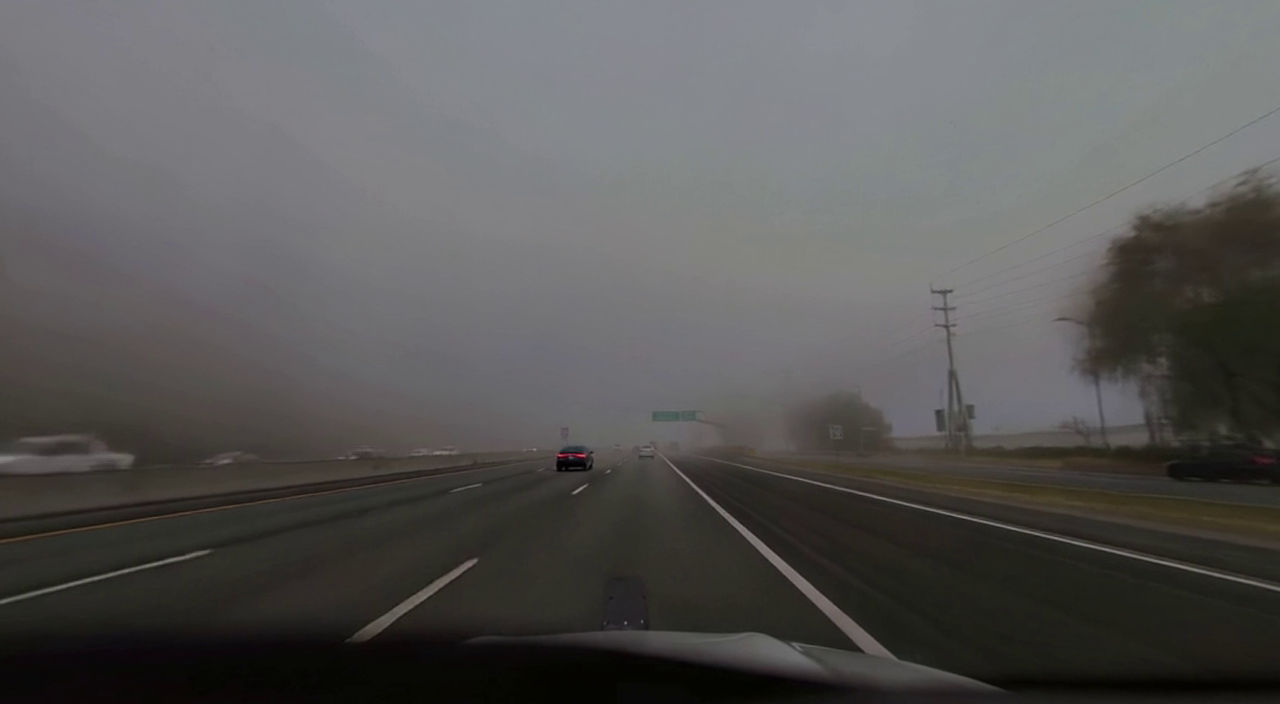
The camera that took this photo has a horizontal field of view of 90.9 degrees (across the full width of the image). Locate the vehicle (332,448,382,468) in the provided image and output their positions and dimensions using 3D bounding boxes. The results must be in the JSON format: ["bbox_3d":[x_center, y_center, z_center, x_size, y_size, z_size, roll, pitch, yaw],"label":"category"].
[{"bbox_3d":[-21.734,8.145,48.567,1.784,1.482,4.400,0,-9,1],"label":"vehicle"}]

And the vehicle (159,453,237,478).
[{"bbox_3d":[-29.169,7.458,41.760,1.981,1.497,4.379,0,-9,1],"label":"vehicle"}]

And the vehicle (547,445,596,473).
[{"bbox_3d":[-3.566,5.683,33.611,2.048,1.368,4.613,0,-9,1],"label":"vehicle"}]
